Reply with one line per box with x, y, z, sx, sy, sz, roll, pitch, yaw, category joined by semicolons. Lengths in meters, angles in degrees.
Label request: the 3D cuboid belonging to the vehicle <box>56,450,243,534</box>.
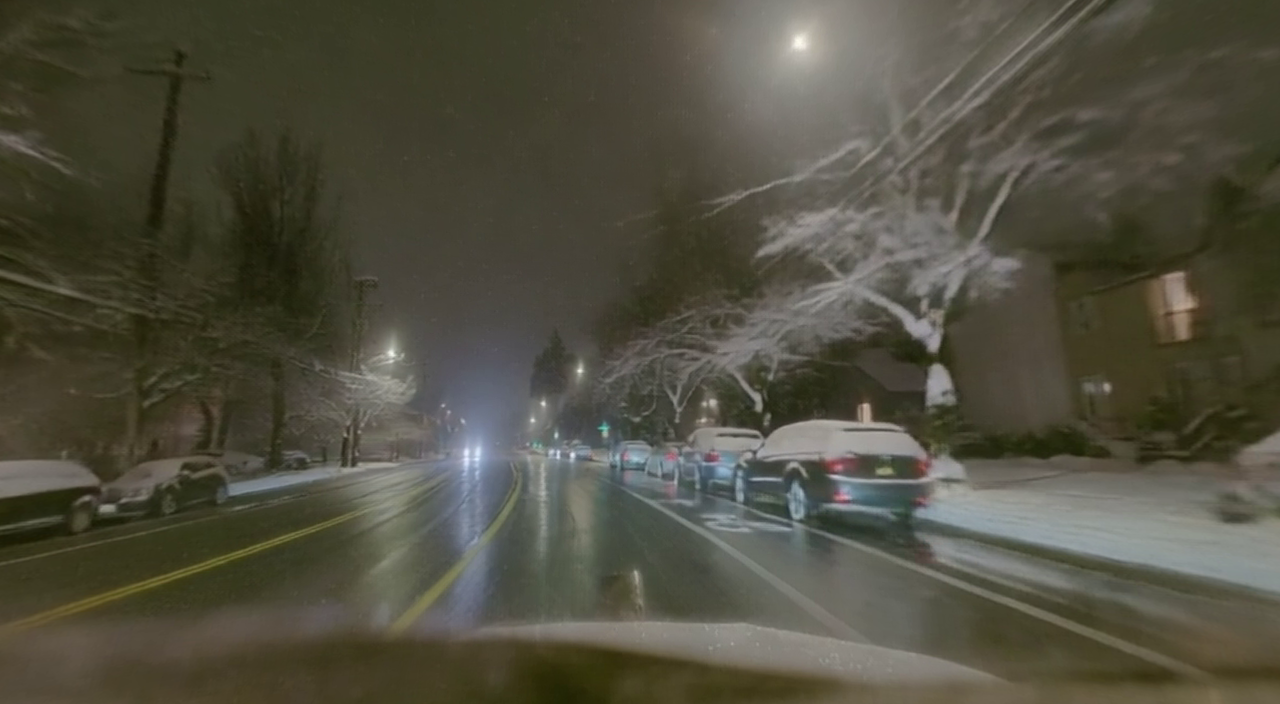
-13.225;3.712;17.348;2.159;1.677;4.112;-7;-8;-6;vehicle

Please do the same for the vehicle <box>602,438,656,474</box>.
-0.742;5.866;35.998;2.348;1.804;5.207;4;-8;-8;vehicle

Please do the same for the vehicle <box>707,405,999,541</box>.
3.518;2.301;12.687;2.723;1.785;7.174;4;-9;-6;vehicle

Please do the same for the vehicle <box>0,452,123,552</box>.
-12.209;2.837;11.487;1.992;1.677;4.499;-7;-7;-4;vehicle

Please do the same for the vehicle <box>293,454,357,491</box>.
-16.532;6.293;33.257;1.932;1.468;4.305;-6;-7;-12;vehicle
